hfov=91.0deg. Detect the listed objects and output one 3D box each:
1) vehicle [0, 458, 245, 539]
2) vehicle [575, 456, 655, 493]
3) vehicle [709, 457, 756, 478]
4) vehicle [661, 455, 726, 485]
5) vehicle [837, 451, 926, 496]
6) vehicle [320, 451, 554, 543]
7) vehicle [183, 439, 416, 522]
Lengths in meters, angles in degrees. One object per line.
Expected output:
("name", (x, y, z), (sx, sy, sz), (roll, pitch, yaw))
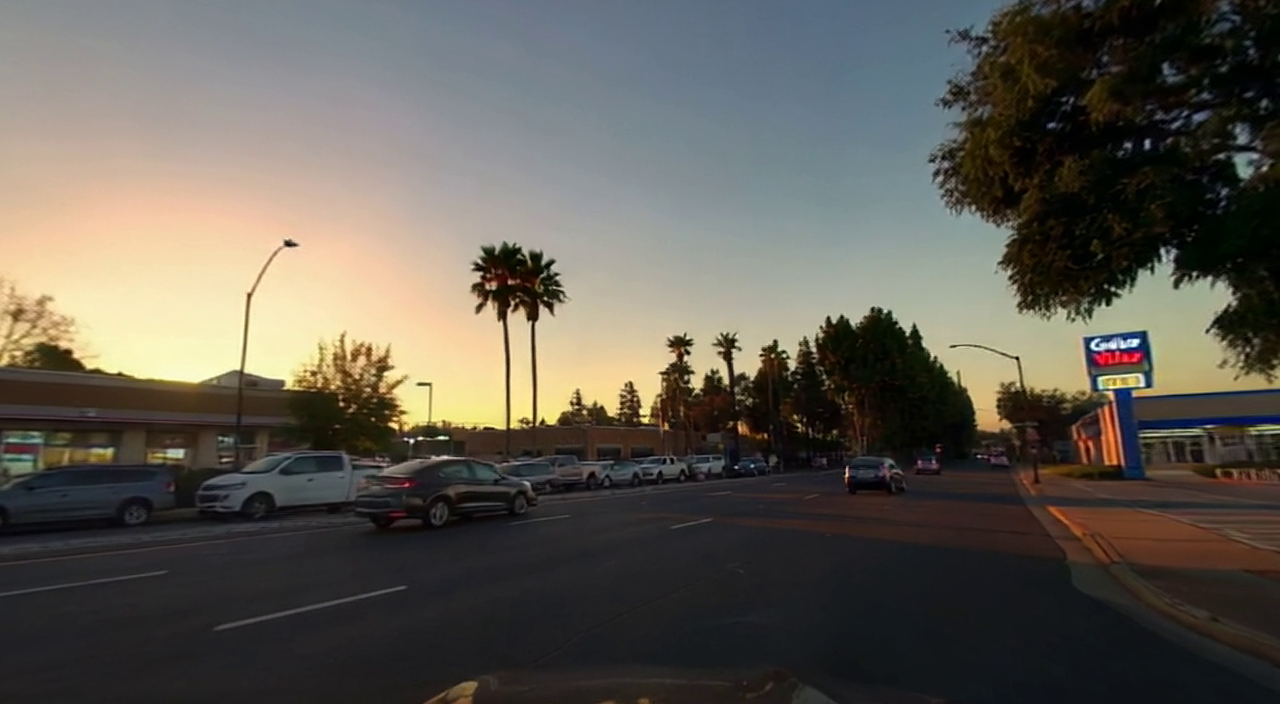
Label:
("vehicle", (-12.961, 3.538, 15.902), (1.900, 1.615, 4.573), (-5, -10, 30))
("vehicle", (-1.073, 5.600, 29.092), (1.776, 1.448, 4.137), (-5, -10, 29))
("vehicle", (7.228, 8.960, 48.930), (1.962, 1.464, 4.781), (-5, -10, 29))
("vehicle", (3.229, 6.851, 36.839), (1.981, 1.493, 4.721), (-5, -10, 30))
("vehicle", (9.367, 4.566, 24.130), (2.139, 1.461, 4.918), (-5, -10, 33))
("vehicle", (-4.029, 2.892, 13.372), (2.090, 1.520, 4.452), (-5, -10, 29))
("vehicle", (-8.517, 3.351, 16.334), (1.989, 1.792, 4.884), (-7, -14, 28))
